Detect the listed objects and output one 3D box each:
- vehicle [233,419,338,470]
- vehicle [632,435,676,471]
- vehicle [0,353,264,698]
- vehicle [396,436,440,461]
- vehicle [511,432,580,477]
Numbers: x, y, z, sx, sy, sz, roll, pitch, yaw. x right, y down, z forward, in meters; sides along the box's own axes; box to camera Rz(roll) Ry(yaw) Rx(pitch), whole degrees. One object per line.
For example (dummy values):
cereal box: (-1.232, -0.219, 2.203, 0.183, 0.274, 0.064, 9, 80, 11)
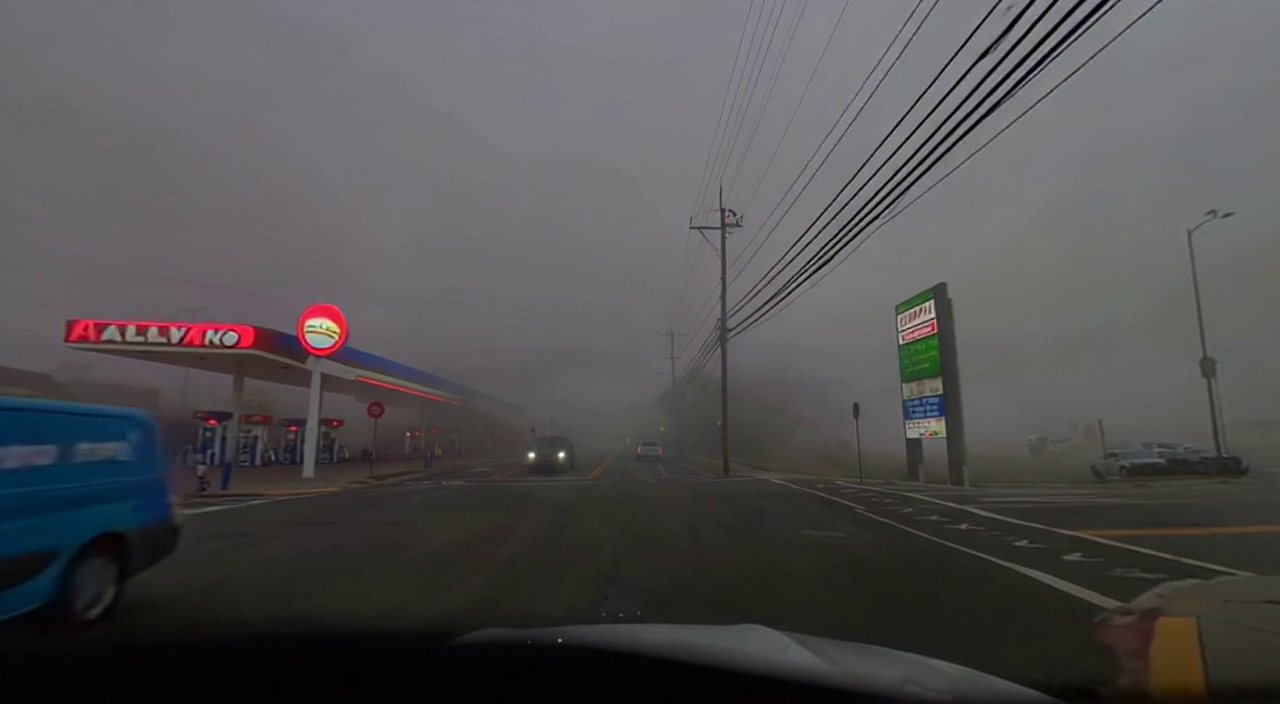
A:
vehicle: (-17.361, 4.591, 31.323, 2.499, 2.309, 4.613, 0, -9, -1)
vehicle: (0.607, 4.997, 31.342, 2.000, 1.663, 4.271, 0, -9, -1)
vehicle: (-4.758, 1.028, 3.858, 2.222, 1.931, 4.882, 1, -9, -5)
vehicle: (-16.965, 7.401, 48.498, 1.890, 1.761, 4.578, 0, -9, -3)
vehicle: (-4.154, 4.633, 28.641, 2.274, 1.844, 4.843, 0, -9, 1)
